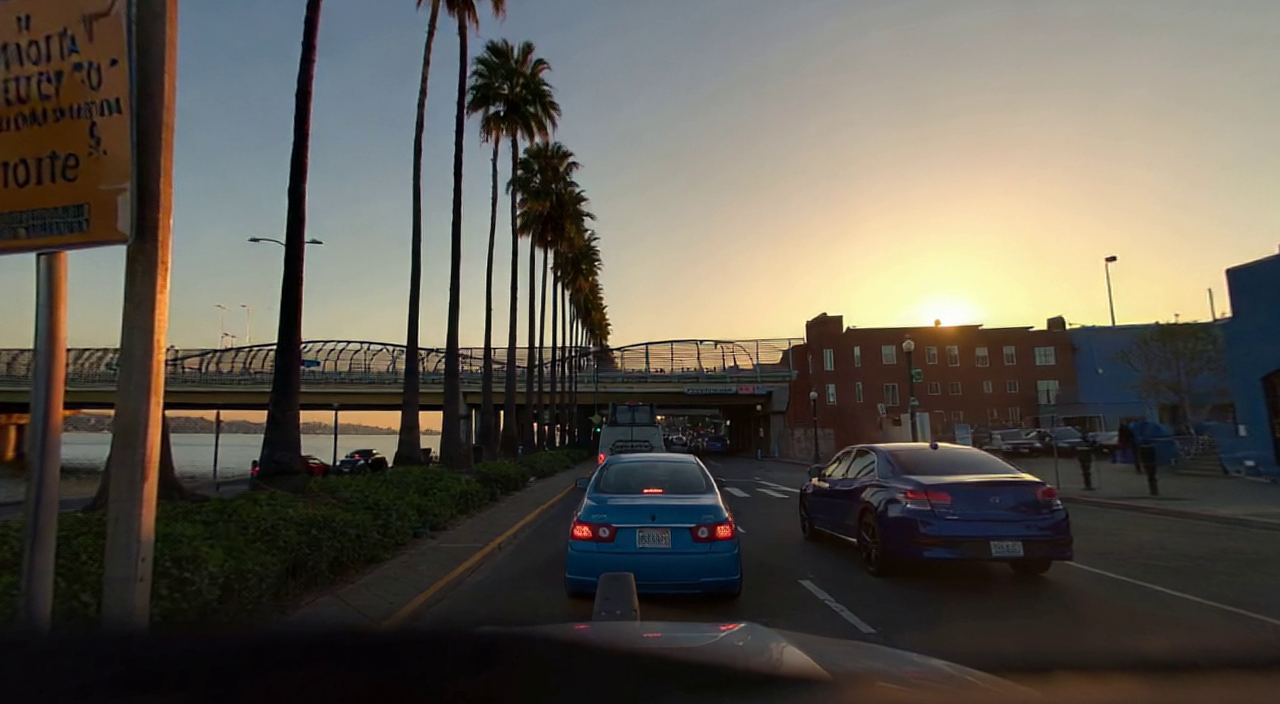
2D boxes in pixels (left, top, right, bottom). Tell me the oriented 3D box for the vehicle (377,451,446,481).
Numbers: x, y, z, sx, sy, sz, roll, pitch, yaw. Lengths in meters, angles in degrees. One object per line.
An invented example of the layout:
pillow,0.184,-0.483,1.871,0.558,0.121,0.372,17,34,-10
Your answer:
vehicle,-14.951,7.468,41.652,2.104,1.802,4.852,-2,-9,9

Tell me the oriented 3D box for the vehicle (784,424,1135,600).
vehicle,3.265,1.716,7.707,1.920,1.490,4.417,0,-9,-1

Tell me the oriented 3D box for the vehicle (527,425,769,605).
vehicle,0.059,1.667,7.277,2.048,1.503,3.681,0,-9,0
